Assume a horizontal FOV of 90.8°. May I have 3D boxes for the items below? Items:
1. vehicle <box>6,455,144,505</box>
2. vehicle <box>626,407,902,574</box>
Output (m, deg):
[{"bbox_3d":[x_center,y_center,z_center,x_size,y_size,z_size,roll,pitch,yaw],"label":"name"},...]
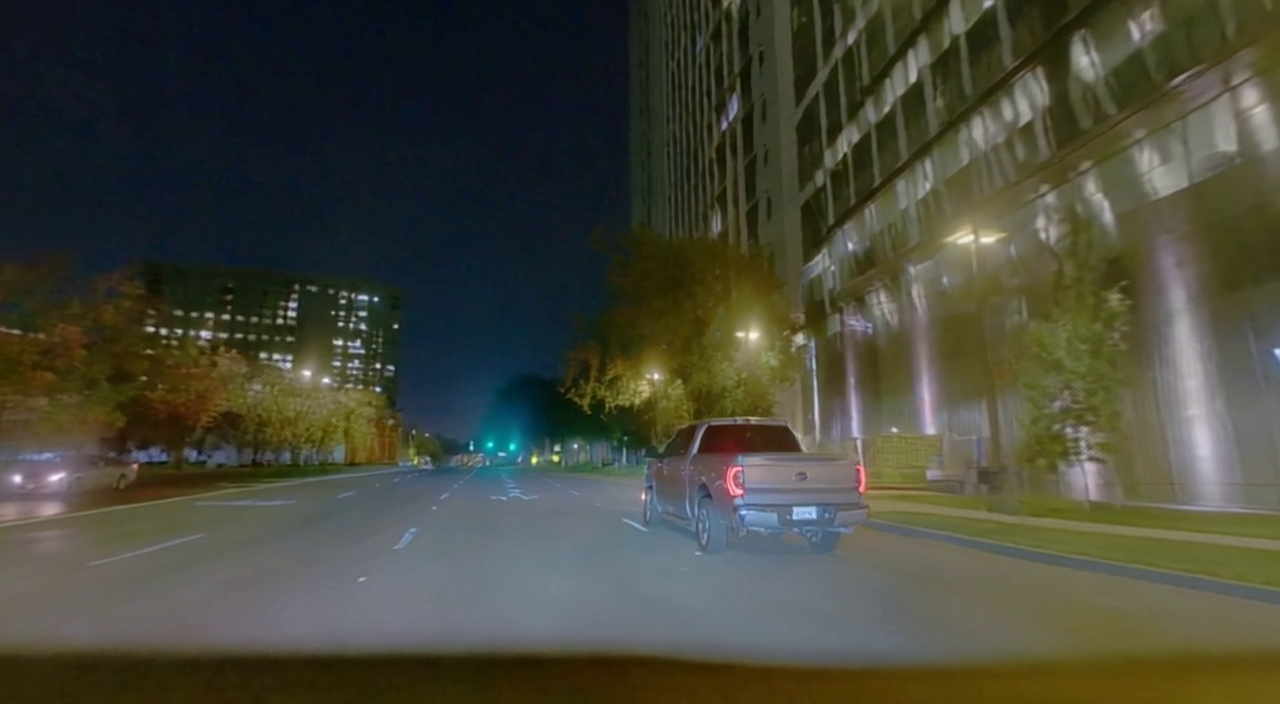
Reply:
[{"bbox_3d":[-22.248,5.001,25.178,2.037,1.725,4.632,2,-9,-14],"label":"vehicle"},{"bbox_3d":[1.482,2.062,10.429,2.402,1.922,5.677,2,-9,-12],"label":"vehicle"}]
